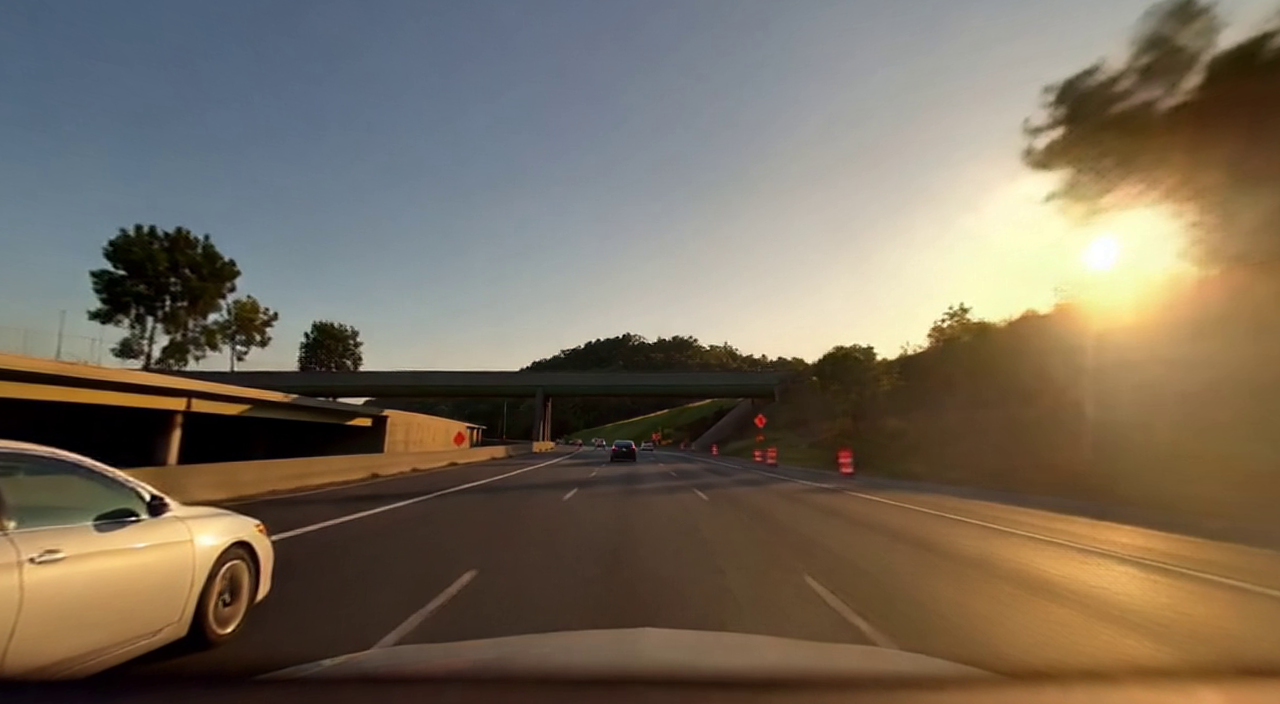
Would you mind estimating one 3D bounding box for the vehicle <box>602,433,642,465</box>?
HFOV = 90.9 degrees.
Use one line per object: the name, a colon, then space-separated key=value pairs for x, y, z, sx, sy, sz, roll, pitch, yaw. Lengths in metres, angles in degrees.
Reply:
vehicle: x=-1.181 y=6.011 z=39.247 sx=2.328 sy=1.805 sz=4.502 roll=0 pitch=-8 yaw=-3
